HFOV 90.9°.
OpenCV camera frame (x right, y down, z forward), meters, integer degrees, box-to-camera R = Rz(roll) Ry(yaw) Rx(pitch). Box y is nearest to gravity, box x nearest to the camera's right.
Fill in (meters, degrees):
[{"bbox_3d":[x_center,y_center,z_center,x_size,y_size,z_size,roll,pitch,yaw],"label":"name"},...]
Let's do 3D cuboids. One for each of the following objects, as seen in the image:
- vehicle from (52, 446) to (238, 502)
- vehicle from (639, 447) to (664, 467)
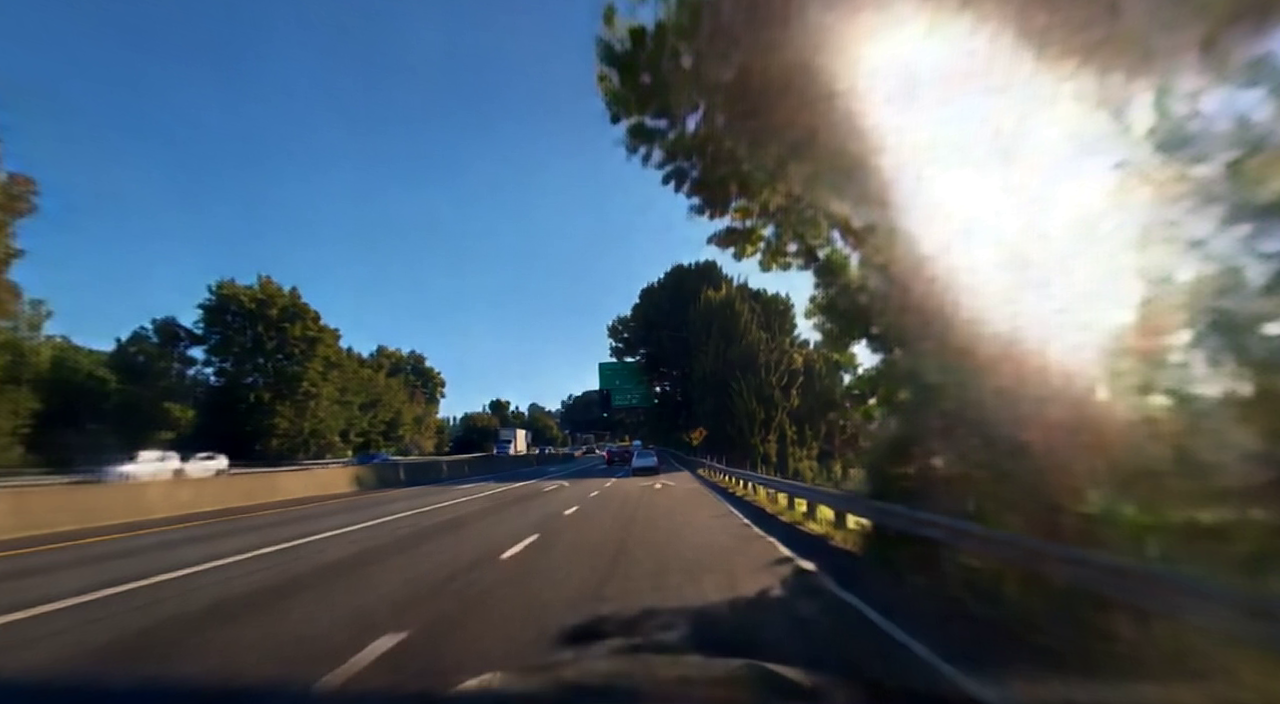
[{"bbox_3d":[-14.462,3.571,18.815,1.908,1.447,4.337,0,-9,2],"label":"vehicle"},{"bbox_3d":[0.865,7.963,47.962,1.807,1.427,3.645,0,-9,1],"label":"vehicle"}]
